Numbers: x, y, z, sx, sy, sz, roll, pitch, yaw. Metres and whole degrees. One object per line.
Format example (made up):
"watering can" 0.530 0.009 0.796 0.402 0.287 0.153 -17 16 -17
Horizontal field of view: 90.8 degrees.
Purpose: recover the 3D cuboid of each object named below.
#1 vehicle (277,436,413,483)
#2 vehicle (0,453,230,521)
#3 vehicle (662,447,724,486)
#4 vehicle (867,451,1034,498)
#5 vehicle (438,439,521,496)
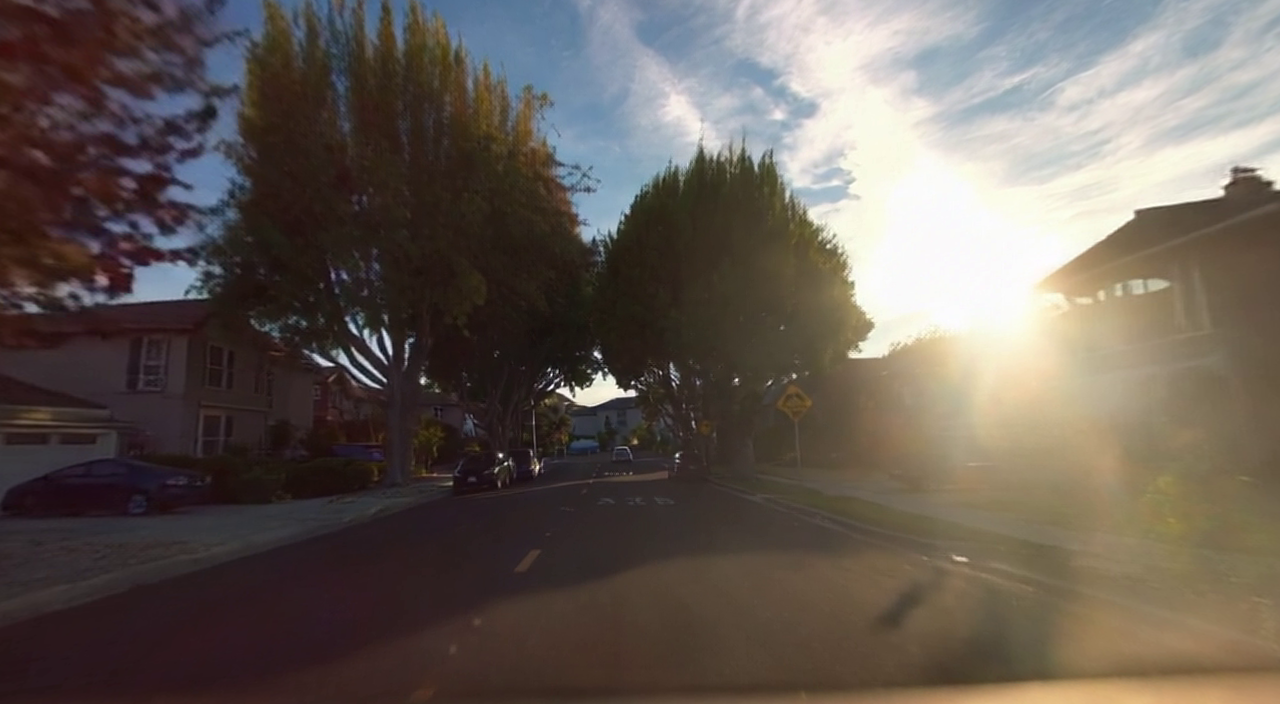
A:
"vehicle" -13.672 5.006 29.544 5.234 2.076 2.197 0 -9 0
"vehicle" -12.613 3.228 15.336 3.989 1.485 1.814 0 -9 -3
"vehicle" 2.162 4.832 27.031 2.047 1.532 4.350 0 -9 -4
"vehicle" 10.361 4.105 21.341 4.628 1.403 1.926 0 -9 -4
"vehicle" -6.319 4.561 25.515 2.155 1.907 5.100 -2 -7 -1
